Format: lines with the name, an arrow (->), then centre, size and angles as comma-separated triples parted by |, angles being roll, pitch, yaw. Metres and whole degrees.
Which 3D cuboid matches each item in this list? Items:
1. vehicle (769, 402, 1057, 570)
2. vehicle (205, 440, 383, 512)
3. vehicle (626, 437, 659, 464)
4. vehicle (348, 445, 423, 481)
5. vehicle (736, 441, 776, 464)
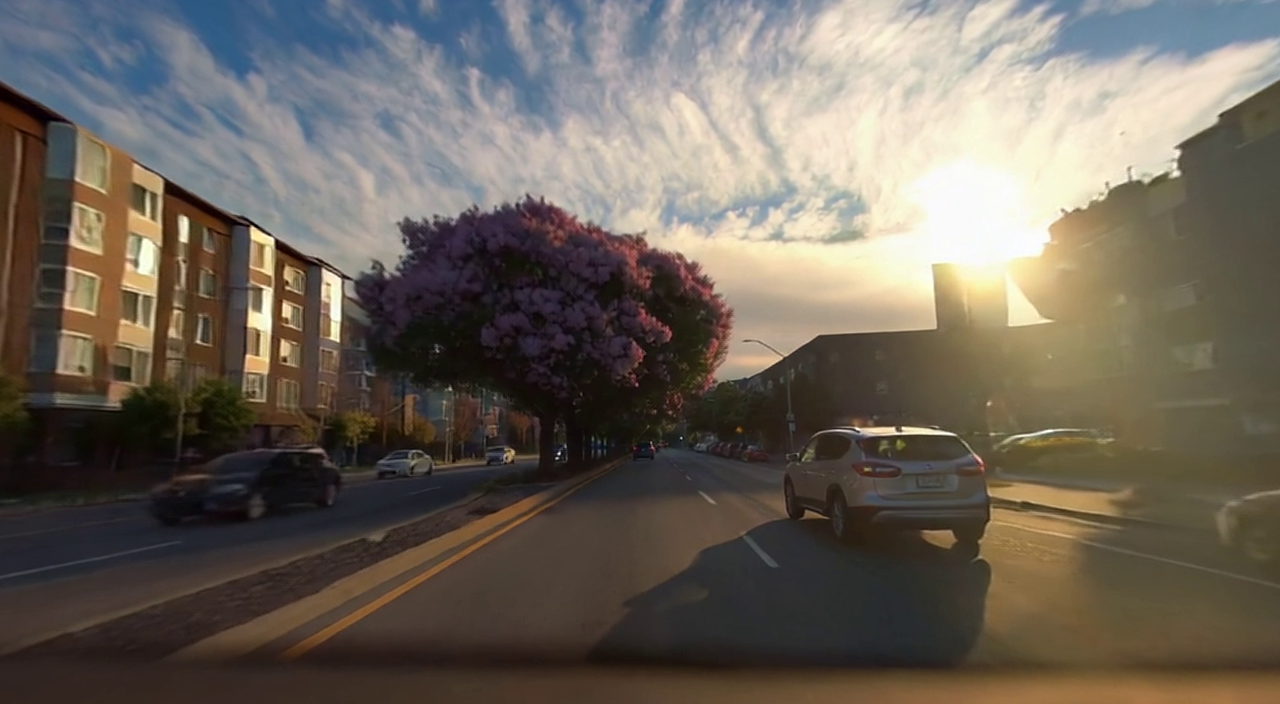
vehicle -> 3.337, 1.740, 8.953 | 2.071, 1.747, 4.549 | 0, -8, 1
vehicle -> -8.140, 2.919, 15.345 | 1.931, 1.491, 4.026 | -1, -8, 2
vehicle -> 0.227, 7.068, 45.367 | 2.244, 1.813, 4.129 | 0, -8, 1
vehicle -> -11.663, 5.095, 29.184 | 1.779, 1.495, 3.766 | -1, -8, 2
vehicle -> 8.371, 7.269, 45.864 | 1.919, 1.586, 4.692 | 0, -8, -1
